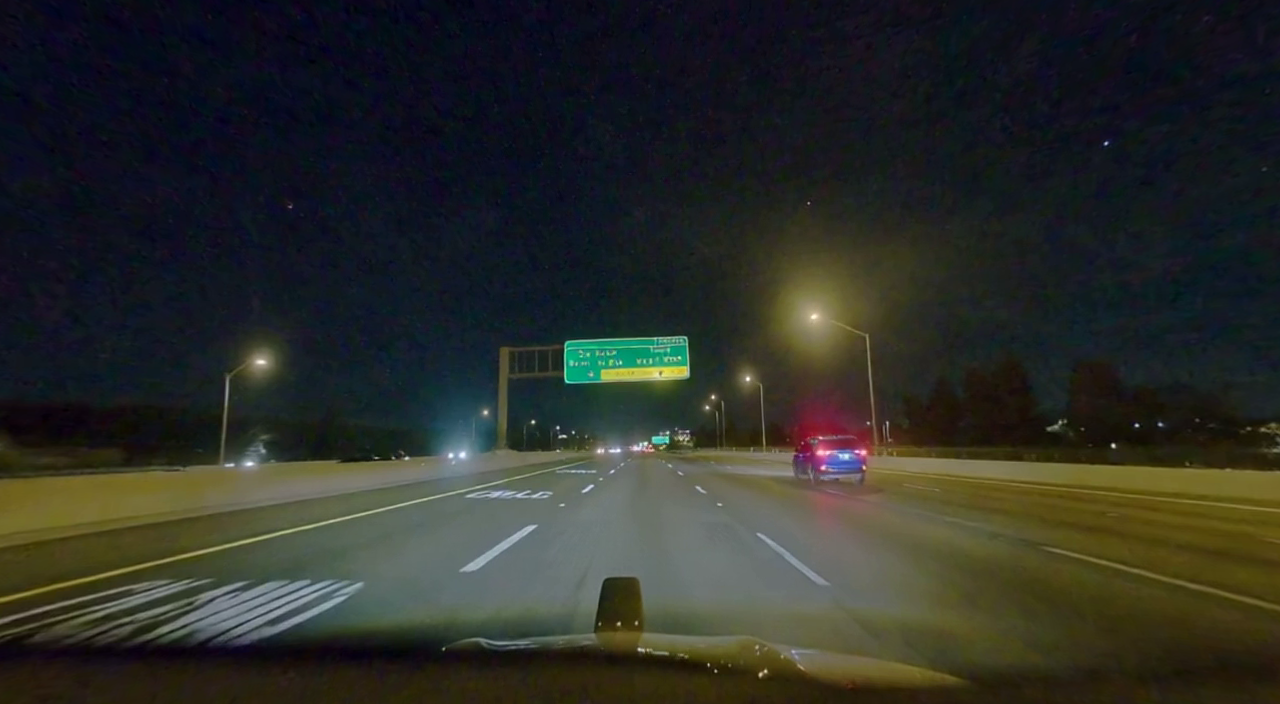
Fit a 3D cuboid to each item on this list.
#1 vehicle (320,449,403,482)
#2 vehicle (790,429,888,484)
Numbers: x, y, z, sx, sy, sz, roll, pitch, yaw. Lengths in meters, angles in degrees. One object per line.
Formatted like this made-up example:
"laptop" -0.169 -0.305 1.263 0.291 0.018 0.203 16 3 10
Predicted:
"vehicle" -13.514 5.537 31.012 1.896 1.470 4.544 0 -9 2
"vehicle" 7.535 4.009 24.449 2.222 1.899 4.595 0 -9 -1
